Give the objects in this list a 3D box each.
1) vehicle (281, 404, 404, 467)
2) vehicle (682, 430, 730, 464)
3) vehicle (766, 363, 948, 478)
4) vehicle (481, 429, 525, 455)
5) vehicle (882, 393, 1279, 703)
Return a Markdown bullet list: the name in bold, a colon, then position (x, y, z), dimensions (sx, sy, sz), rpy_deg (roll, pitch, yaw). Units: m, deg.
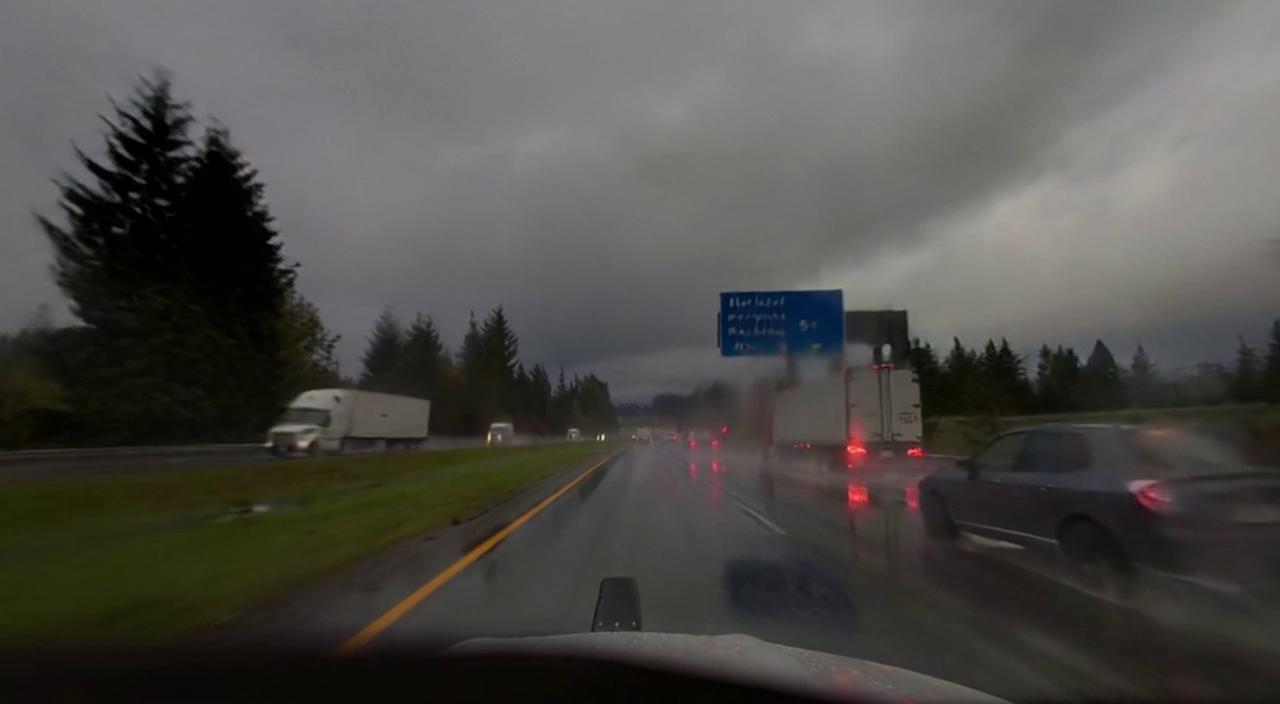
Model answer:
- **vehicle**: position (-12.805, 3.675, 27.762), dimensions (2.366, 2.438, 6.059), rpy_deg (0, -8, 0)
- **vehicle**: position (3.465, 5.110, 34.090), dimensions (2.011, 1.672, 4.415), rpy_deg (0, -8, -2)
- **vehicle**: position (9.130, 3.340, 29.505), dimensions (3.440, 4.093, 13.944), rpy_deg (0, -8, -1)
- **vehicle**: position (-9.233, 6.115, 42.795), dimensions (1.978, 1.644, 4.368), rpy_deg (0, -8, 0)
- **vehicle**: position (3.815, 1.216, 4.904), dimensions (1.986, 1.501, 4.529), rpy_deg (0, -8, -1)
